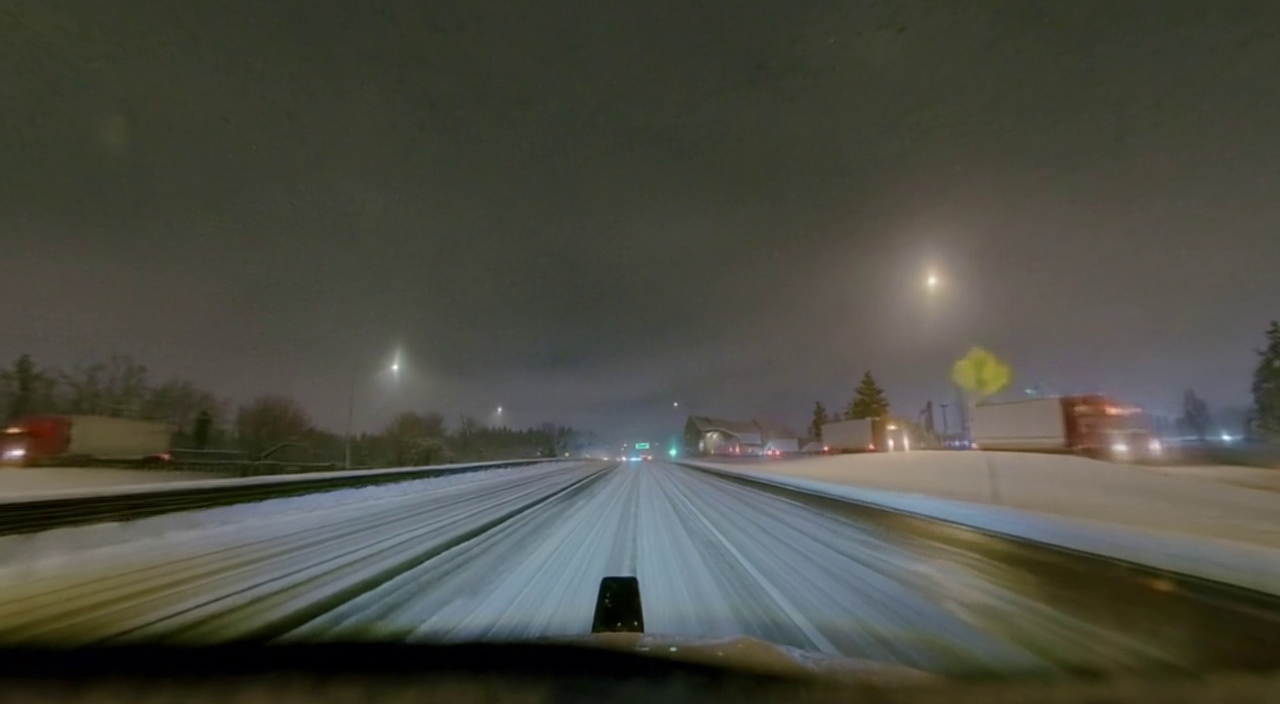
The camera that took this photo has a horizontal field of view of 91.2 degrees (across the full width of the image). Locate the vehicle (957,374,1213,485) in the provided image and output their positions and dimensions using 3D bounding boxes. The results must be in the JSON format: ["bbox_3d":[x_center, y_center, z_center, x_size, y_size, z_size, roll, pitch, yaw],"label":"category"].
[{"bbox_3d":[20.490,3.929,31.129,2.840,4.125,15.151,-1,-8,5],"label":"vehicle"}]

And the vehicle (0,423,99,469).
[{"bbox_3d":[-34.501,5.312,35.067,2.235,2.370,7.070,-1,-9,-1],"label":"vehicle"}]
